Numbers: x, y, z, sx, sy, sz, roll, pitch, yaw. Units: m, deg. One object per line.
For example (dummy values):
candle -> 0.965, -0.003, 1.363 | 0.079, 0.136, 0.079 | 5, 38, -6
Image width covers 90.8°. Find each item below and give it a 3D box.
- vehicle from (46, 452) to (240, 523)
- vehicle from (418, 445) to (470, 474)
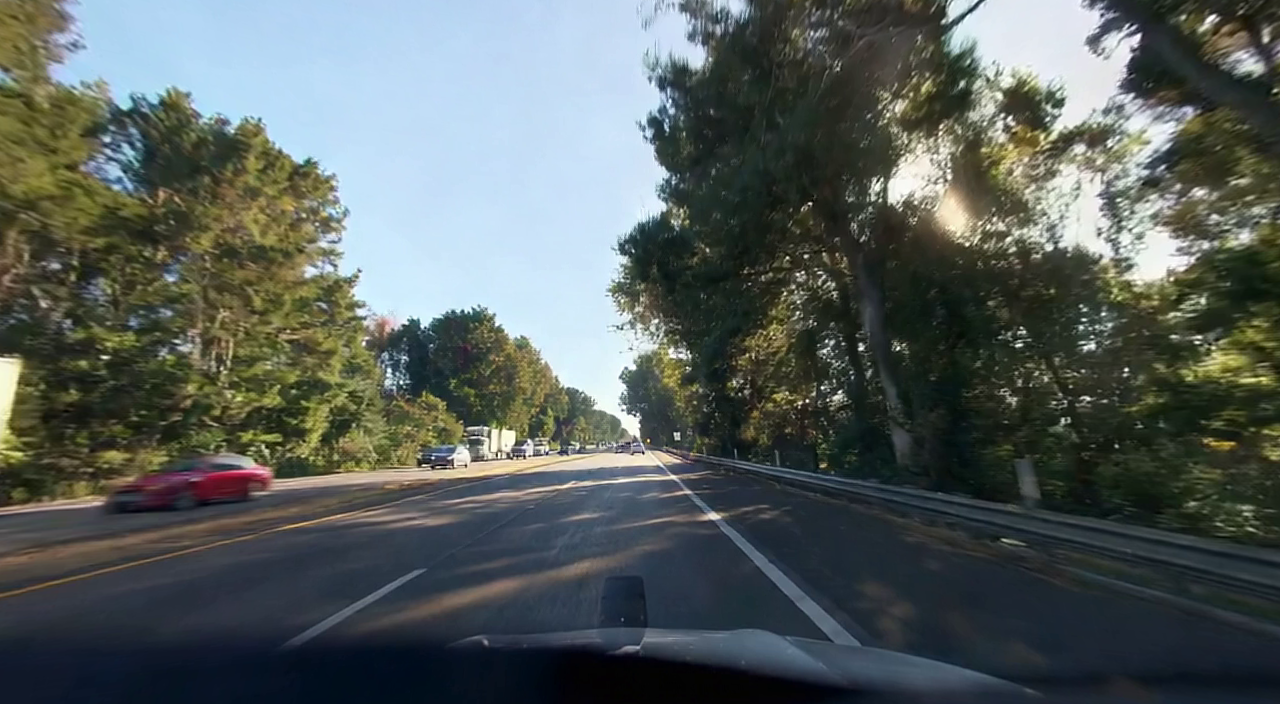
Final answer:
vehicle -> -12.110, 3.265, 15.751 | 1.762, 1.521, 3.738 | 0, -9, 0
vehicle -> -12.388, 6.834, 40.142 | 1.904, 1.704, 4.258 | 0, -9, 1
